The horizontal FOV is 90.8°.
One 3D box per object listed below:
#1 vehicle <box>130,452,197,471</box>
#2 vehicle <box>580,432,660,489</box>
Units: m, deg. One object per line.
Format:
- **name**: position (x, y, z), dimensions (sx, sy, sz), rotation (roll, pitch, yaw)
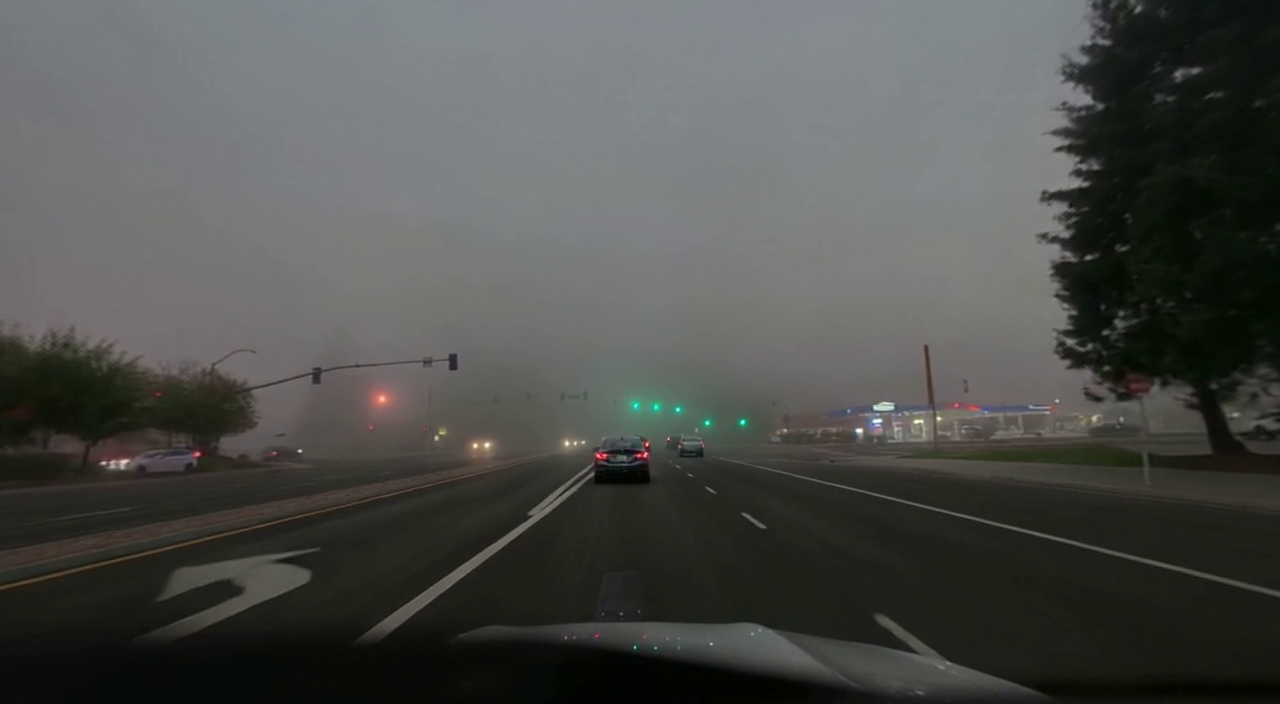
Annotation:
- **vehicle**: position (-36.452, 8.378, 48.407), dimensions (3.670, 1.430, 1.897), rotation (-1, -9, 6)
- **vehicle**: position (-0.509, 3.046, 18.021), dimensions (2.040, 1.451, 3.736), rotation (0, -8, 0)
